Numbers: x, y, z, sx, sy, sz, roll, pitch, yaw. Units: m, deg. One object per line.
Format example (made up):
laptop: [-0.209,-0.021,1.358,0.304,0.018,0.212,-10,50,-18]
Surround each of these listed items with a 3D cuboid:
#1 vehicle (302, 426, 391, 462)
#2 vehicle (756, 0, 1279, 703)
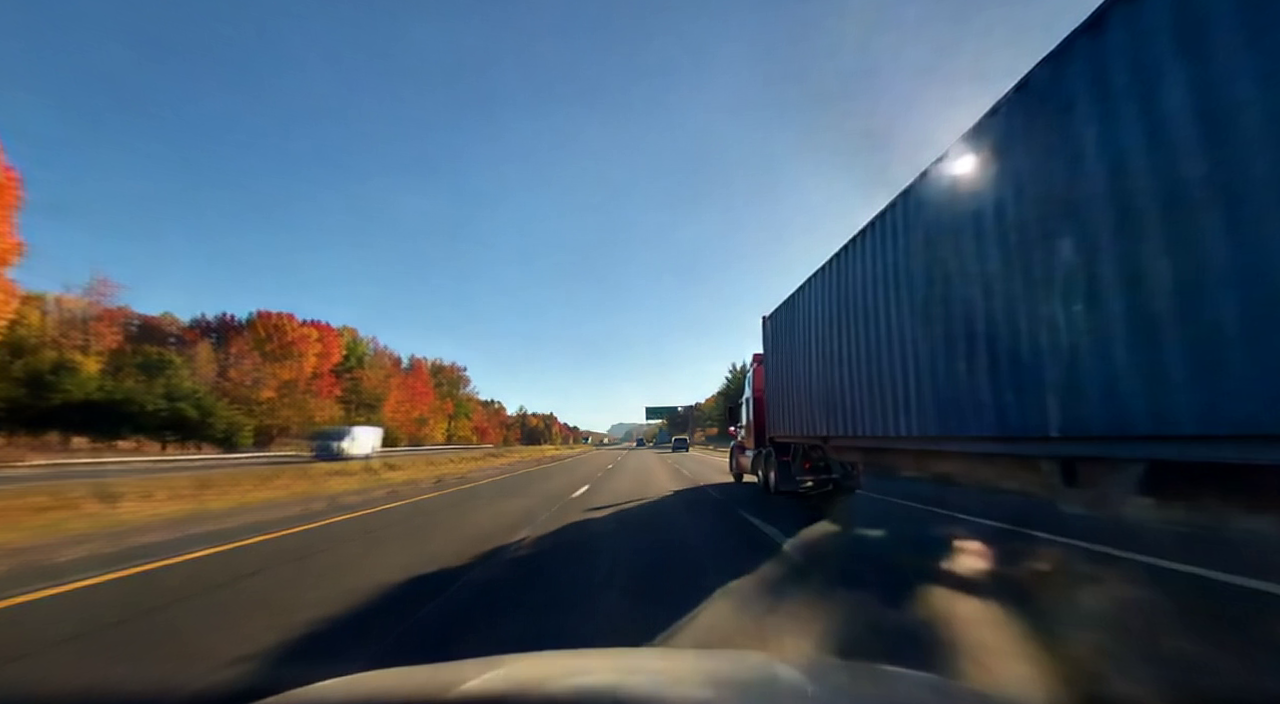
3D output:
vehicle: [-15.086,4.775,32.665,2.109,1.742,4.977,0,-8,1]
vehicle: [4.031,0.304,7.527,2.903,4.003,13.046,0,-8,1]
